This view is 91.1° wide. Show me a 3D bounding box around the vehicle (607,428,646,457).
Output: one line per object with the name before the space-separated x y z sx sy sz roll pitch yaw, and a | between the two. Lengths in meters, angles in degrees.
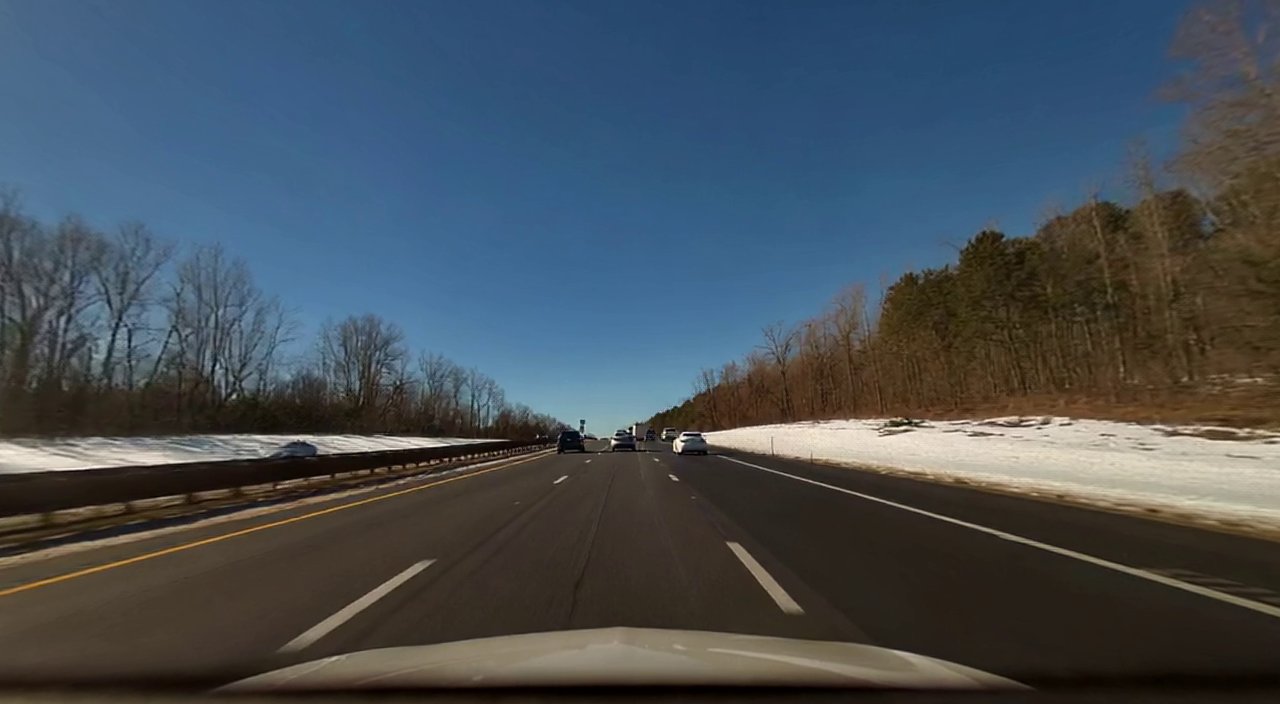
vehicle | -0.809 5.439 37.908 2.182 1.680 4.253 0 -8 -1

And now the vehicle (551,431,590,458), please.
vehicle | -4.230 5.662 38.732 2.041 1.546 4.080 0 -8 -1

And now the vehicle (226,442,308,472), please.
vehicle | -21.281 5.982 36.129 1.869 1.532 4.584 0 -8 0

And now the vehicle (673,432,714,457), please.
vehicle | 3.284 5.753 39.368 2.056 1.479 4.660 0 -8 -1
